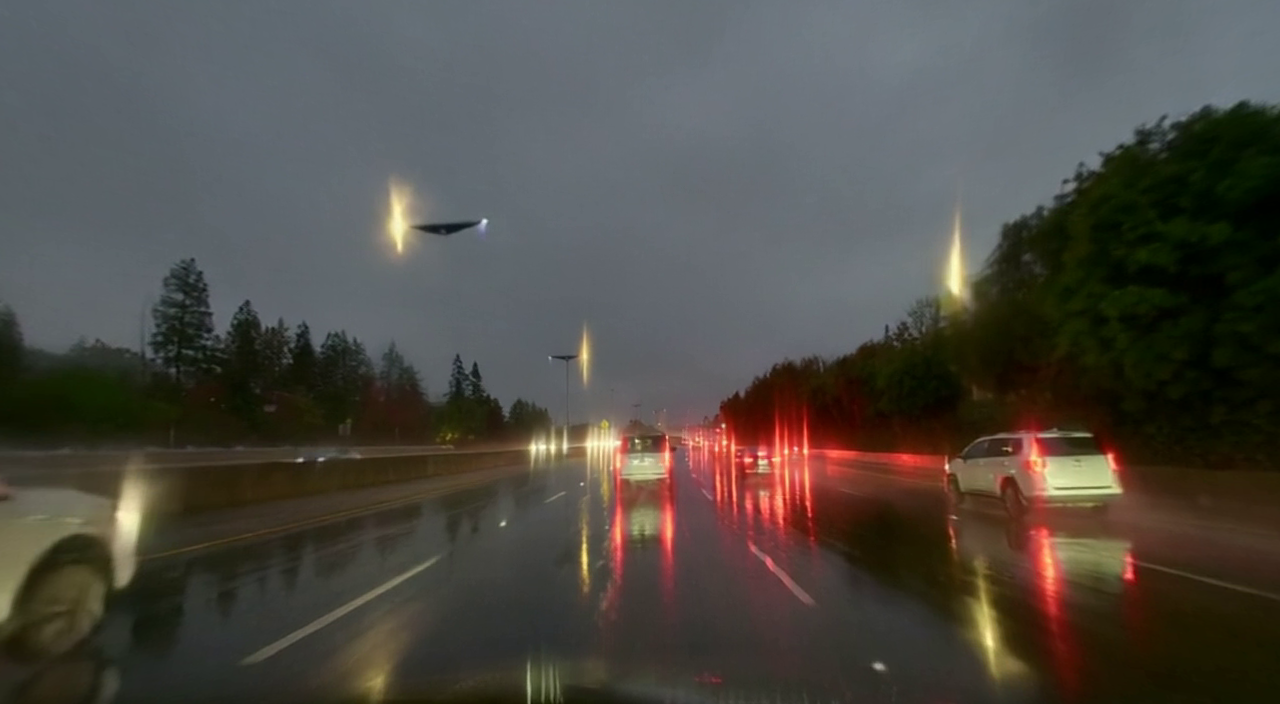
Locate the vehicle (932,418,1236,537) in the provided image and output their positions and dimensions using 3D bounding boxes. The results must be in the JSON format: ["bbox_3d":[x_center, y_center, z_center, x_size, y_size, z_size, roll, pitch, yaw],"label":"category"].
[{"bbox_3d":[7.414,2.138,11.377,2.028,1.657,4.823,0,-9,1],"label":"vehicle"}]

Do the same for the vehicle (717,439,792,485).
[{"bbox_3d":[4.070,3.987,23.140,1.999,1.514,4.338,0,-9,1],"label":"vehicle"}]

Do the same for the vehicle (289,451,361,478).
[{"bbox_3d":[-19.969,7.134,40.120,1.869,1.536,4.621,0,-9,5],"label":"vehicle"}]

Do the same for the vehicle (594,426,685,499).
[{"bbox_3d":[0.048,2.974,17.240,2.181,1.728,3.970,0,-9,2],"label":"vehicle"}]

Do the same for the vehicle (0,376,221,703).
[{"bbox_3d":[-4.180,0.802,2.196,2.128,1.627,4.697,0,-9,1],"label":"vehicle"}]

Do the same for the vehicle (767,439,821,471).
[{"bbox_3d":[8.168,5.494,33.786,1.956,1.588,4.305,0,-9,2],"label":"vehicle"}]
